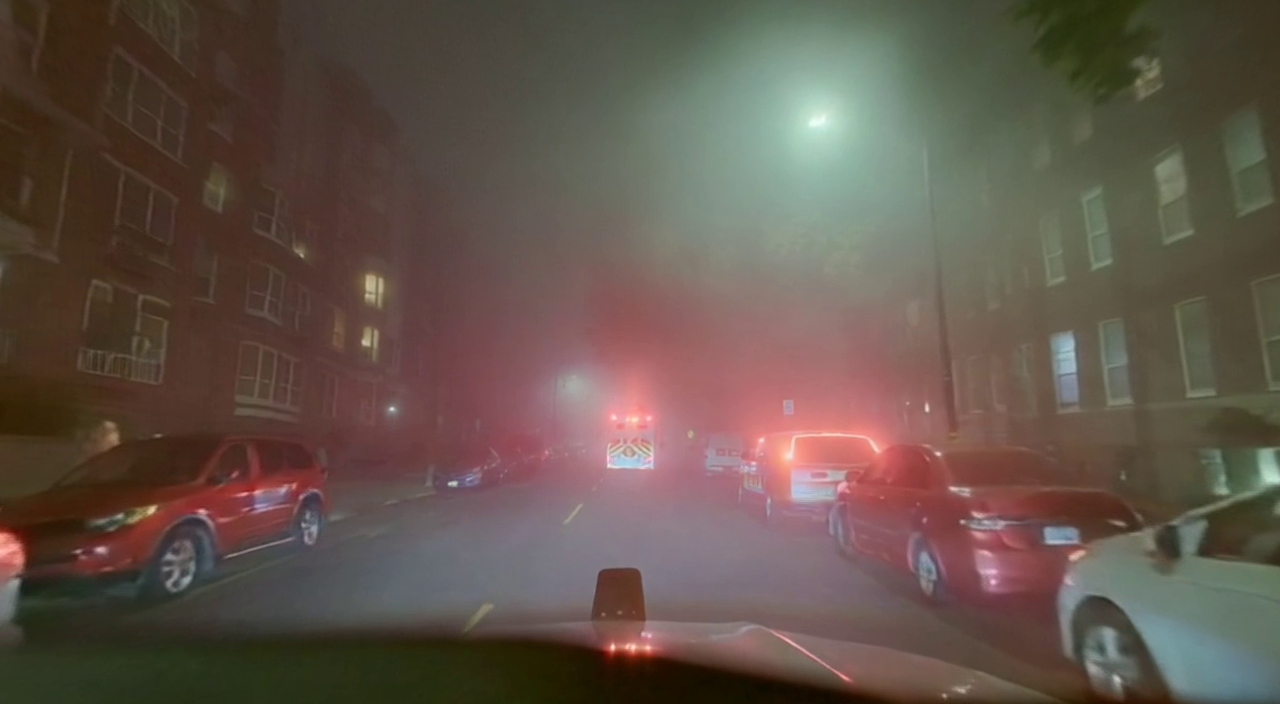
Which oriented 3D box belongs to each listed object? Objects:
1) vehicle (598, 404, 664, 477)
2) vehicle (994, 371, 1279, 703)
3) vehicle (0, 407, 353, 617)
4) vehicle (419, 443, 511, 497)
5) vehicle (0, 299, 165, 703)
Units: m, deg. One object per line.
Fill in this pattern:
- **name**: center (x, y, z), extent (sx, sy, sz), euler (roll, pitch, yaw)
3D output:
- **vehicle**: center (-0.398, 4.267, 30.300), extent (2.754, 3.008, 7.730), euler (0, -8, -1)
- **vehicle**: center (3.209, 0.807, 1.592), extent (2.035, 1.549, 4.373), euler (3, -8, -2)
- **vehicle**: center (-5.398, 1.715, 7.696), extent (1.923, 1.755, 4.316), euler (-2, -8, -2)
- **vehicle**: center (-5.870, 3.966, 21.788), extent (1.967, 1.492, 4.781), euler (-4, -8, -3)
- **vehicle**: center (-3.018, 0.519, 0.466), extent (2.029, 1.802, 4.229), euler (0, -8, -1)
